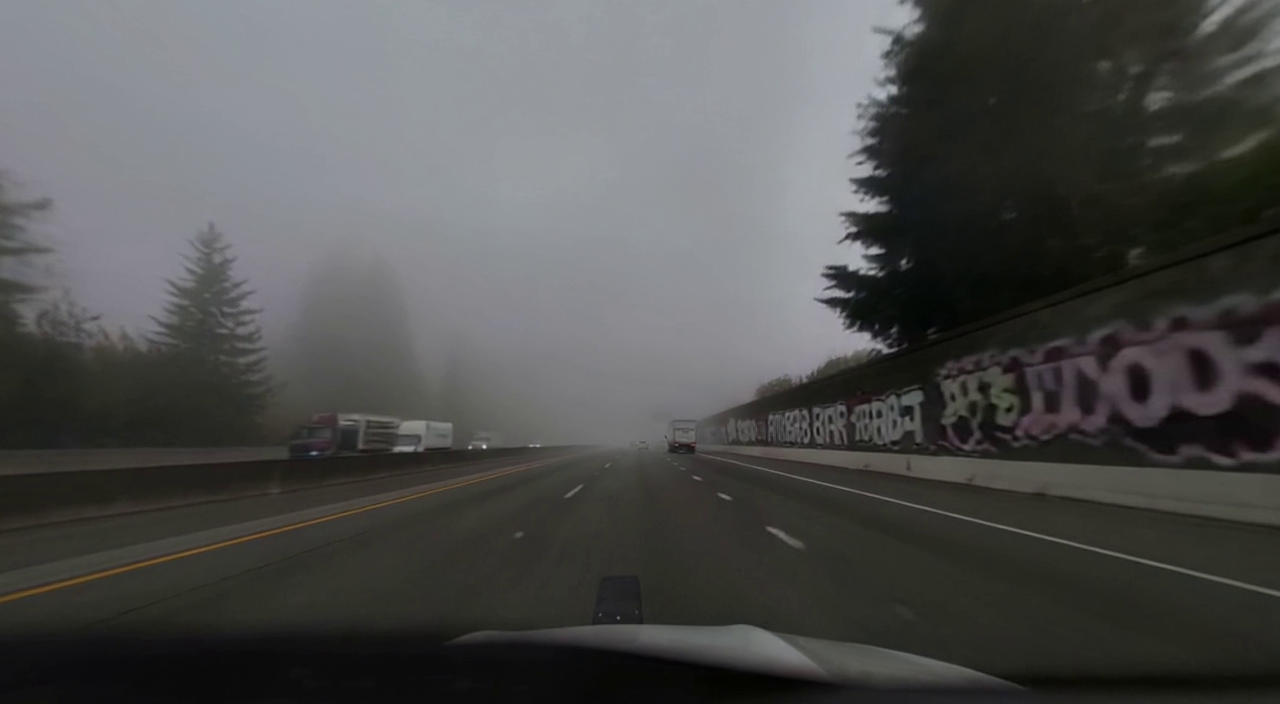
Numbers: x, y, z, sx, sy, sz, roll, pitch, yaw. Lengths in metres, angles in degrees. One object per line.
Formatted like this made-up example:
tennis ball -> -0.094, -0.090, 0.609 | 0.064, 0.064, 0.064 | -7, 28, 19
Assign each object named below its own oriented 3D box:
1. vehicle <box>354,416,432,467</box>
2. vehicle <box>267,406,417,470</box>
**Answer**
vehicle -> -16.963, 6.196, 43.725 | 2.874, 3.248, 6.139 | 0, -8, -1
vehicle -> -20.978, 6.376, 46.450 | 2.941, 3.798, 16.803 | 0, -8, 0
